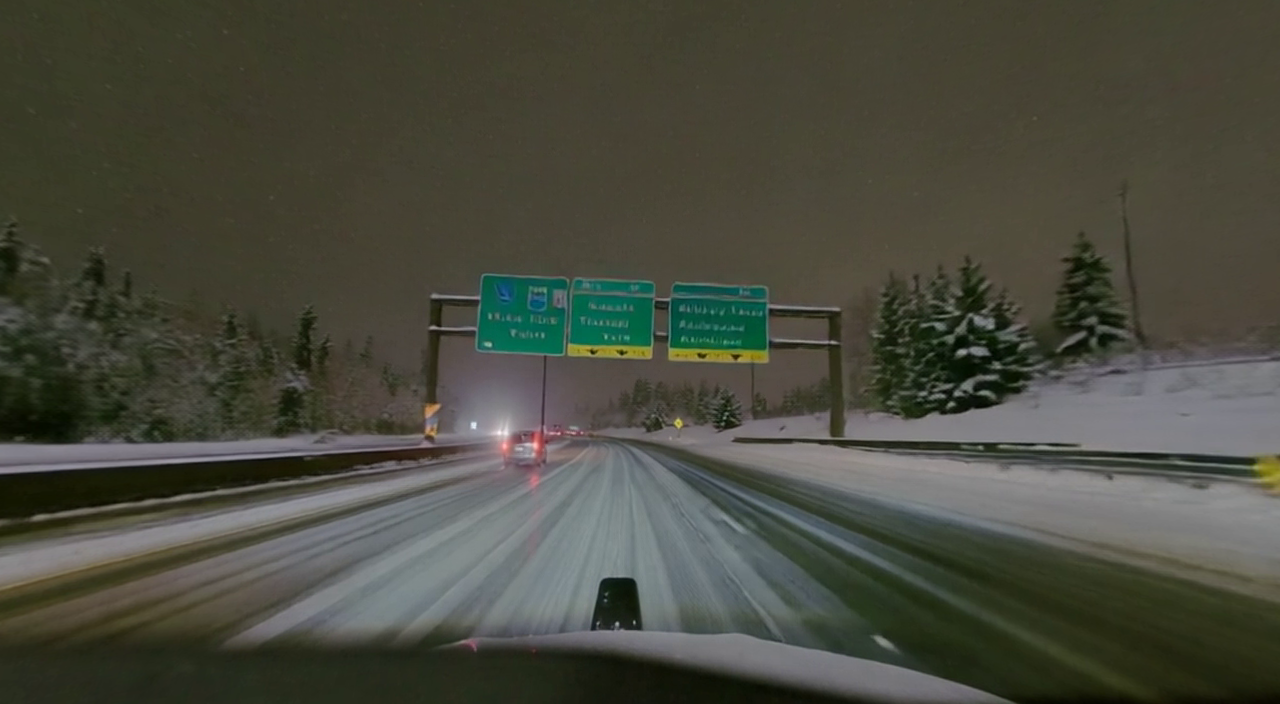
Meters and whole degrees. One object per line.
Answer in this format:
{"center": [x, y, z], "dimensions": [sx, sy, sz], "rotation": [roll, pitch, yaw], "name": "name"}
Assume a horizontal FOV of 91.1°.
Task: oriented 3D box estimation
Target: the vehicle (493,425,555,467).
{"center": [-4.616, 3.809, 25.585], "dimensions": [1.878, 1.548, 3.966], "rotation": [0, -8, -2], "name": "vehicle"}
